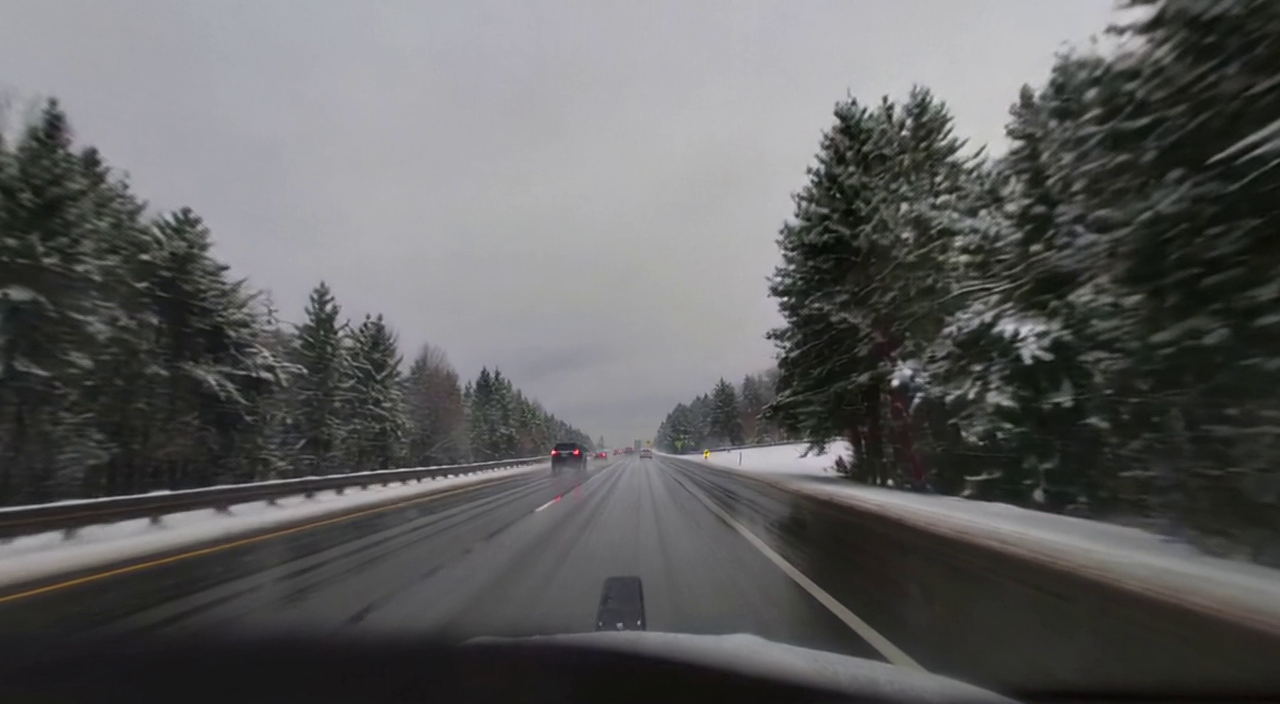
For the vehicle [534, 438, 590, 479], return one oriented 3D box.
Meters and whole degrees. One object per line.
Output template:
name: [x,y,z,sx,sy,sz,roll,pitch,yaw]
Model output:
vehicle: [-3.648,5.072,30.241,2.056,1.811,4.202,0,-9,1]
